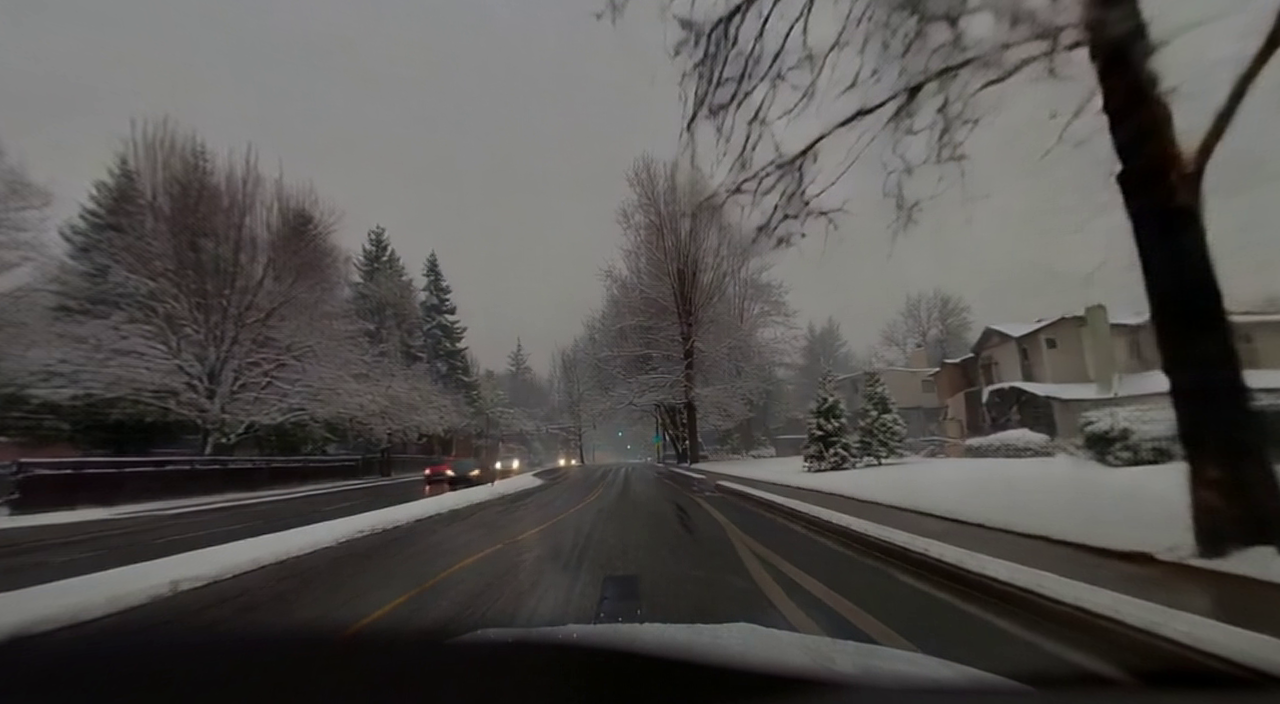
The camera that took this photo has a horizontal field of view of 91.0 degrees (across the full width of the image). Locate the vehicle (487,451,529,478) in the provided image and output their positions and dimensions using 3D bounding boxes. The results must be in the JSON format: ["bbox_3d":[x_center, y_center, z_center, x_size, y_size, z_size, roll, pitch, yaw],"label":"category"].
[{"bbox_3d":[-9.550,8.172,45.896,2.057,1.805,4.933,0,-9,0],"label":"vehicle"}]

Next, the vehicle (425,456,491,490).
[{"bbox_3d":[-8.880,5.911,31.088,2.050,1.486,4.512,0,-8,-2],"label":"vehicle"}]
